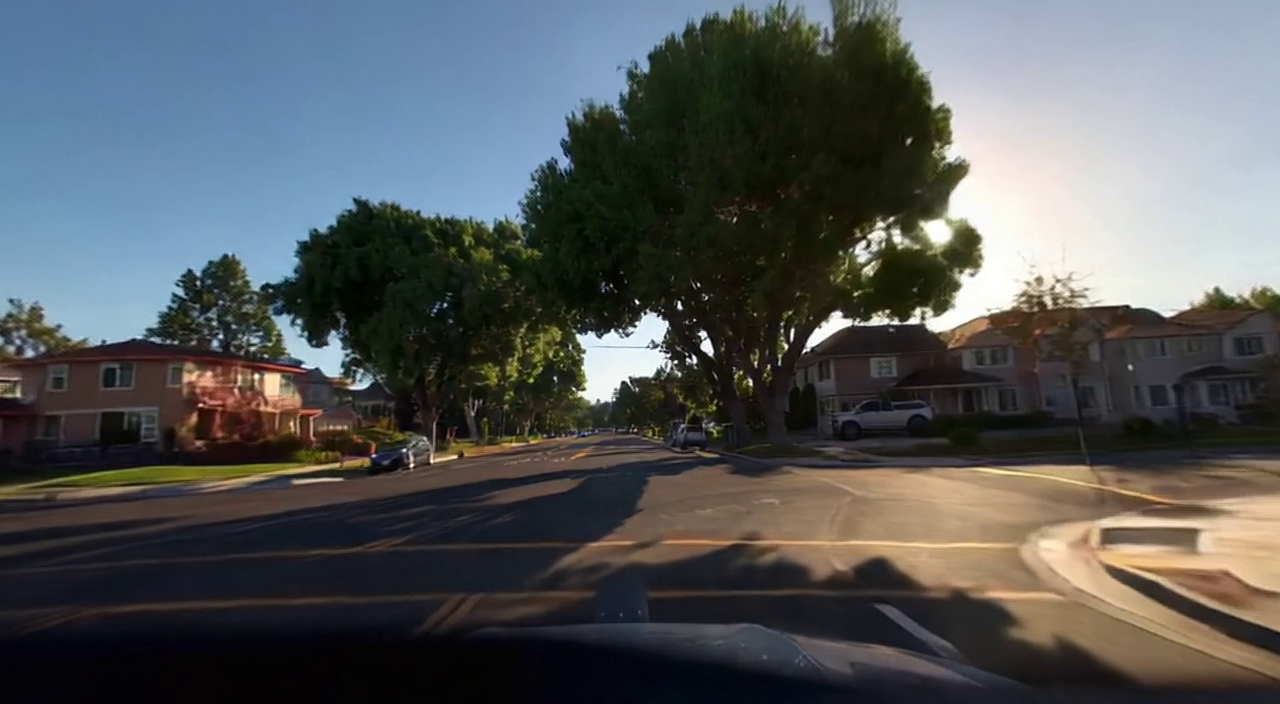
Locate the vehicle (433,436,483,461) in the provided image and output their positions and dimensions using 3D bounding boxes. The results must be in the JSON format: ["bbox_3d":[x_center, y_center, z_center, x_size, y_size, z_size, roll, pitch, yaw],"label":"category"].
[{"bbox_3d":[-11.197,5.991,39.259,1.948,1.410,4.361,0,-8,-2],"label":"vehicle"}]

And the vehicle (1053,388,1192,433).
[{"bbox_3d":[22.781,2.785,29.968,4.831,2.013,2.082,0,-8,-2],"label":"vehicle"}]

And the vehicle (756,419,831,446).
[{"bbox_3d":[10.365,5.485,42.830,4.512,1.477,1.927,-3,-9,-3],"label":"vehicle"}]

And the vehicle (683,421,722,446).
[{"bbox_3d":[4.708,6.239,48.115,2.184,1.770,4.651,0,-8,-4],"label":"vehicle"}]

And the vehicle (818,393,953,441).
[{"bbox_3d":[13.167,3.608,34.196,6.244,2.050,2.209,-10,-13,38],"label":"vehicle"}]

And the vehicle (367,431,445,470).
[{"bbox_3d":[-11.302,4.786,30.864,2.037,1.755,4.434,0,-8,1],"label":"vehicle"}]

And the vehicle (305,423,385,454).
[{"bbox_3d":[-21.134,6.239,45.355,4.828,2.134,2.187,-3,-9,16],"label":"vehicle"}]
